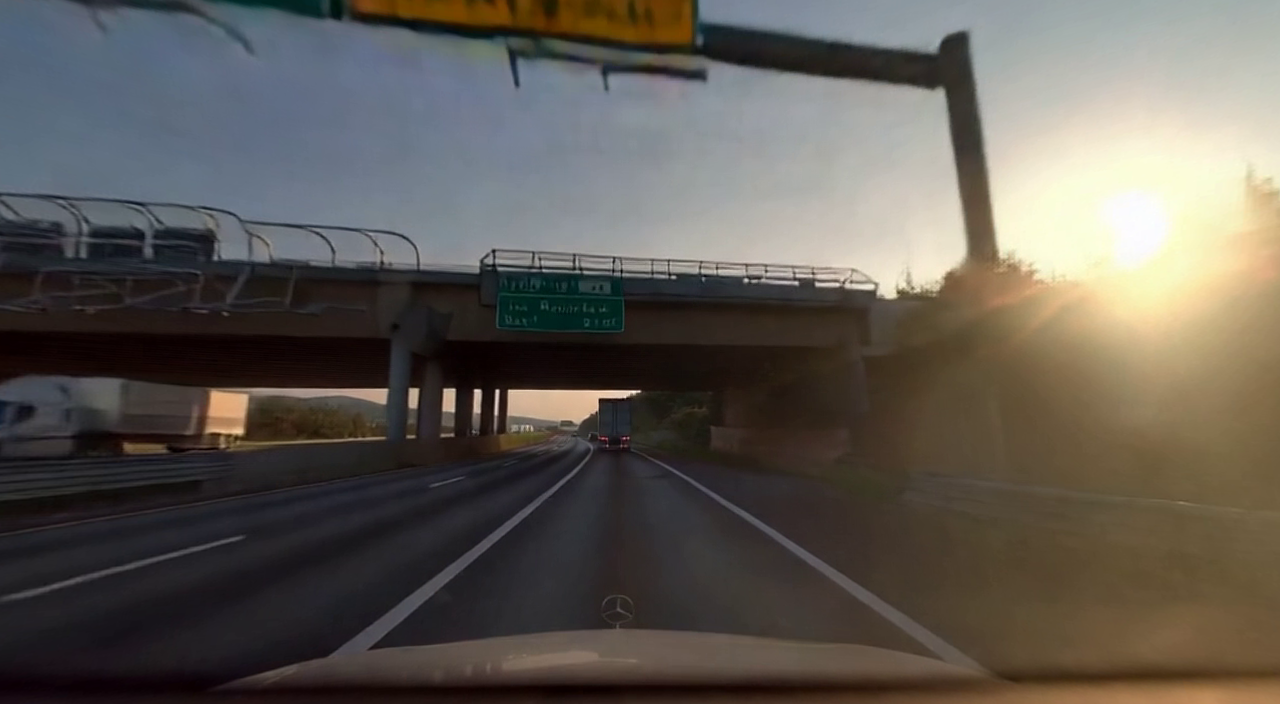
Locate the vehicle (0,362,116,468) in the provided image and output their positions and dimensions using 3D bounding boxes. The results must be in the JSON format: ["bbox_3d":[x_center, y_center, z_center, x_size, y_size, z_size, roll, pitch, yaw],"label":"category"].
[{"bbox_3d":[-25.405,2.676,25.622,2.968,3.914,6.085,0,-9,-3],"label":"vehicle"}]
